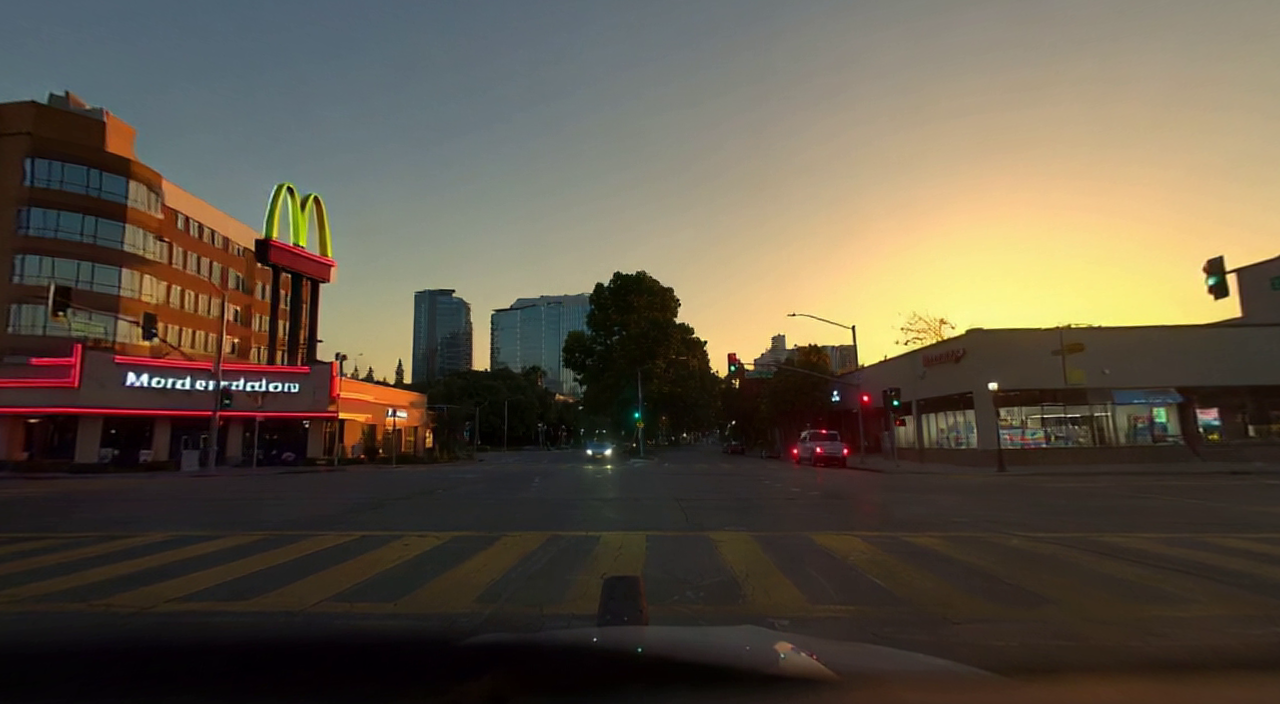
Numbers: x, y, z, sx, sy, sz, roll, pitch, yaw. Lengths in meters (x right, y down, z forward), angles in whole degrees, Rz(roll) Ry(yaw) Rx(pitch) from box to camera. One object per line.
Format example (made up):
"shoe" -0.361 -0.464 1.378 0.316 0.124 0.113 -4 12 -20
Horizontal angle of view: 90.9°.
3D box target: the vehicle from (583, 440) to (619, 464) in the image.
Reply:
"vehicle" -2.524 6.626 41.908 2.104 1.468 4.195 0 -8 1
